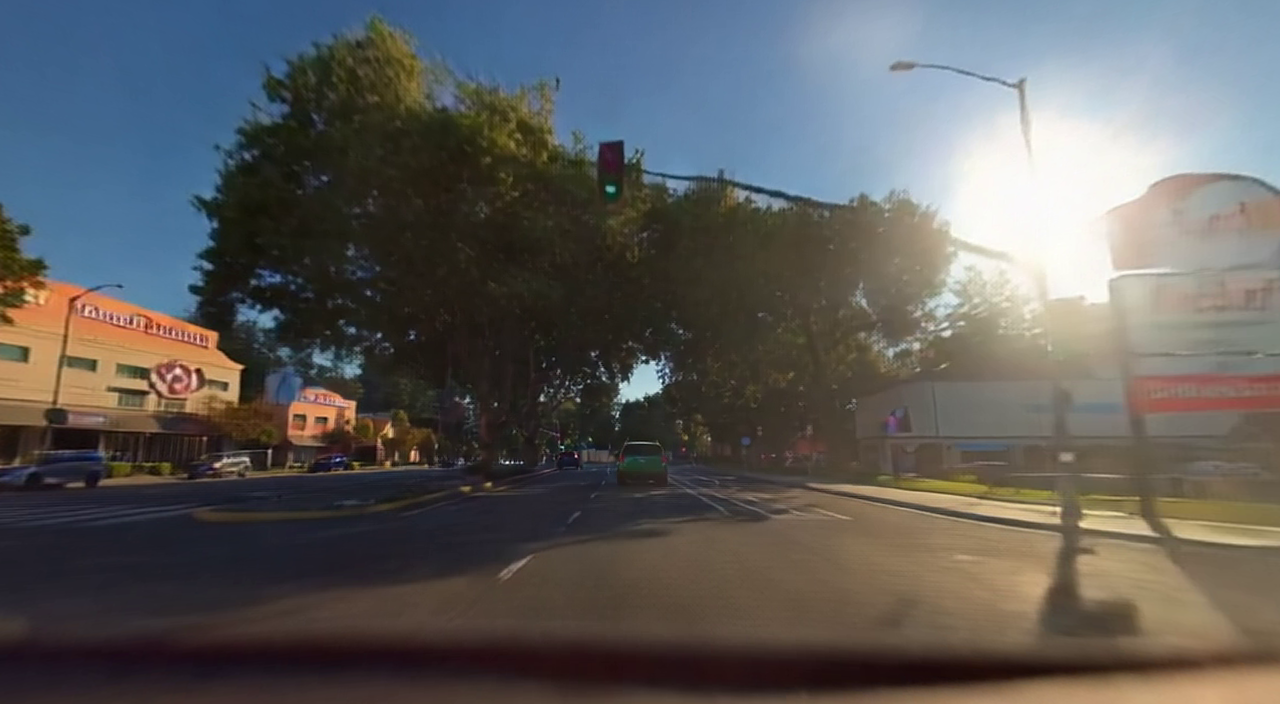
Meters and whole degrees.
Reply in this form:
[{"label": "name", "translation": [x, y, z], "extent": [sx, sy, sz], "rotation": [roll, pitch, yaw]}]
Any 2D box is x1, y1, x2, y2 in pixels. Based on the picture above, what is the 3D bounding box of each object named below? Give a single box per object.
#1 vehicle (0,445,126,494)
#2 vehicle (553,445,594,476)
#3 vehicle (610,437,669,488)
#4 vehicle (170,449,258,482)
[{"label": "vehicle", "translation": [-25.720, 5.026, 27.574], "extent": [2.182, 1.906, 5.364], "rotation": [0, -9, -2]}, {"label": "vehicle", "translation": [-4.172, 6.906, 40.447], "extent": [2.202, 1.856, 4.516], "rotation": [0, -9, -1]}, {"label": "vehicle", "translation": [-0.080, 4.632, 26.879], "extent": [2.273, 1.909, 5.075], "rotation": [0, -9, -1]}, {"label": "vehicle", "translation": [-26.213, 6.966, 39.153], "extent": [2.111, 1.839, 4.932], "rotation": [0, -9, -2]}]
